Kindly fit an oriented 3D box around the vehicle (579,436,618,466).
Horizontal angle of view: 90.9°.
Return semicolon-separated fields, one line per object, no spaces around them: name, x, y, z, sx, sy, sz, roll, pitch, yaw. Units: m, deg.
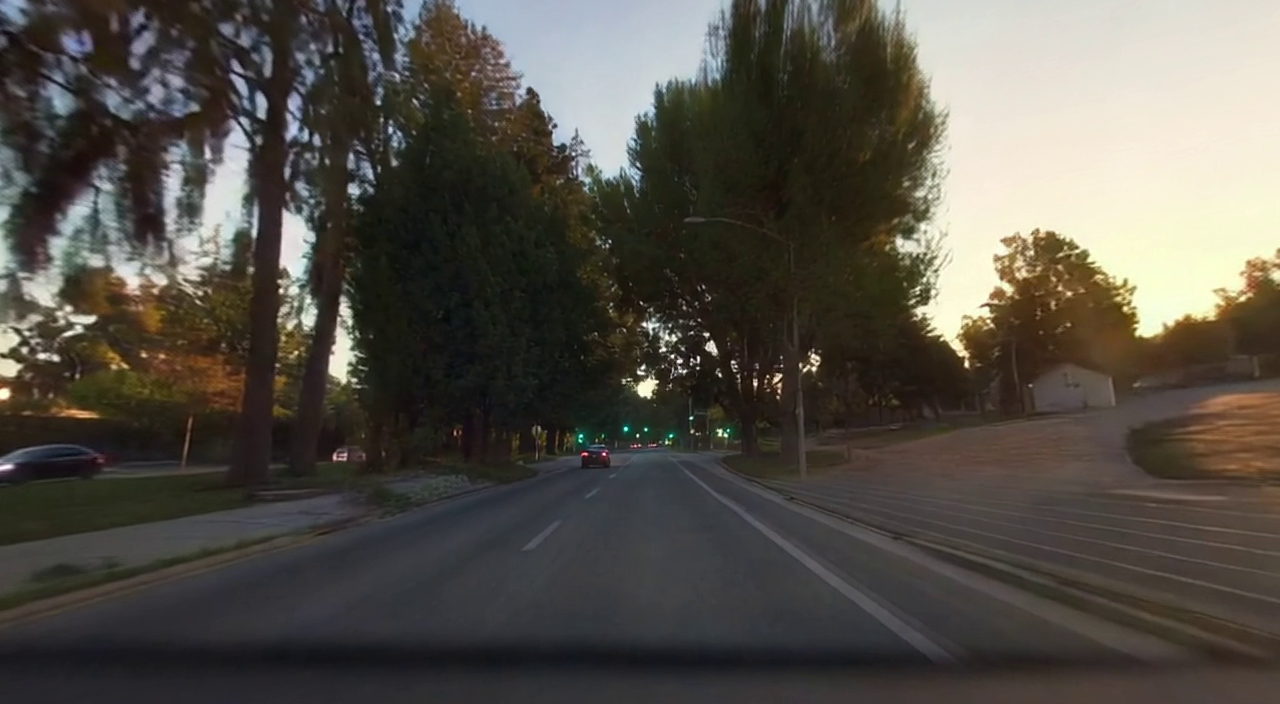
vehicle;-2.485;6.066;38.679;2.016;1.694;4.335;-1;-8;1

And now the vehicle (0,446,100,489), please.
vehicle;-23.576;4.337;23.993;1.848;1.520;4.593;-1;-8;1
